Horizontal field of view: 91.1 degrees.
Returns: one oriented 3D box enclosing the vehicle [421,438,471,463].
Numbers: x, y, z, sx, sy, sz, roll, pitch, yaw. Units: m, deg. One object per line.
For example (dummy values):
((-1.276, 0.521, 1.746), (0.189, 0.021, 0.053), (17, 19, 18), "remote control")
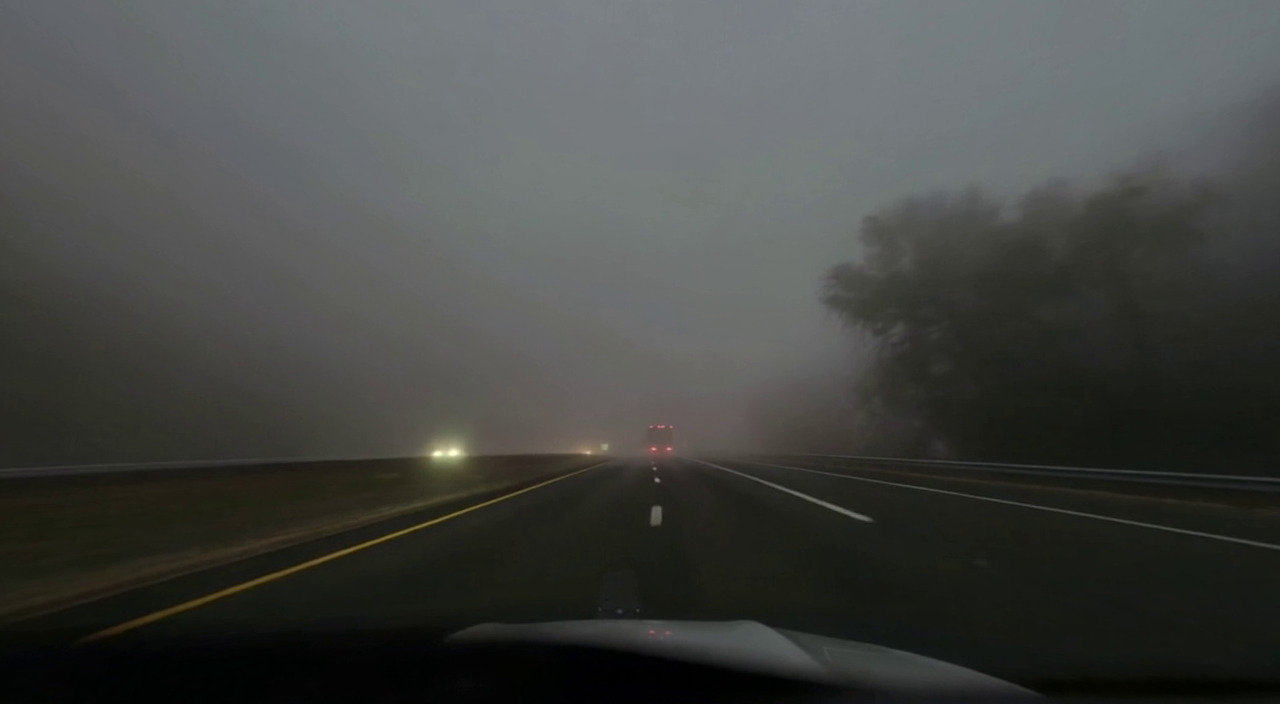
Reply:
((-13.806, 7.040, 45.021), (1.982, 1.685, 4.575), (0, -9, 1), "vehicle")
